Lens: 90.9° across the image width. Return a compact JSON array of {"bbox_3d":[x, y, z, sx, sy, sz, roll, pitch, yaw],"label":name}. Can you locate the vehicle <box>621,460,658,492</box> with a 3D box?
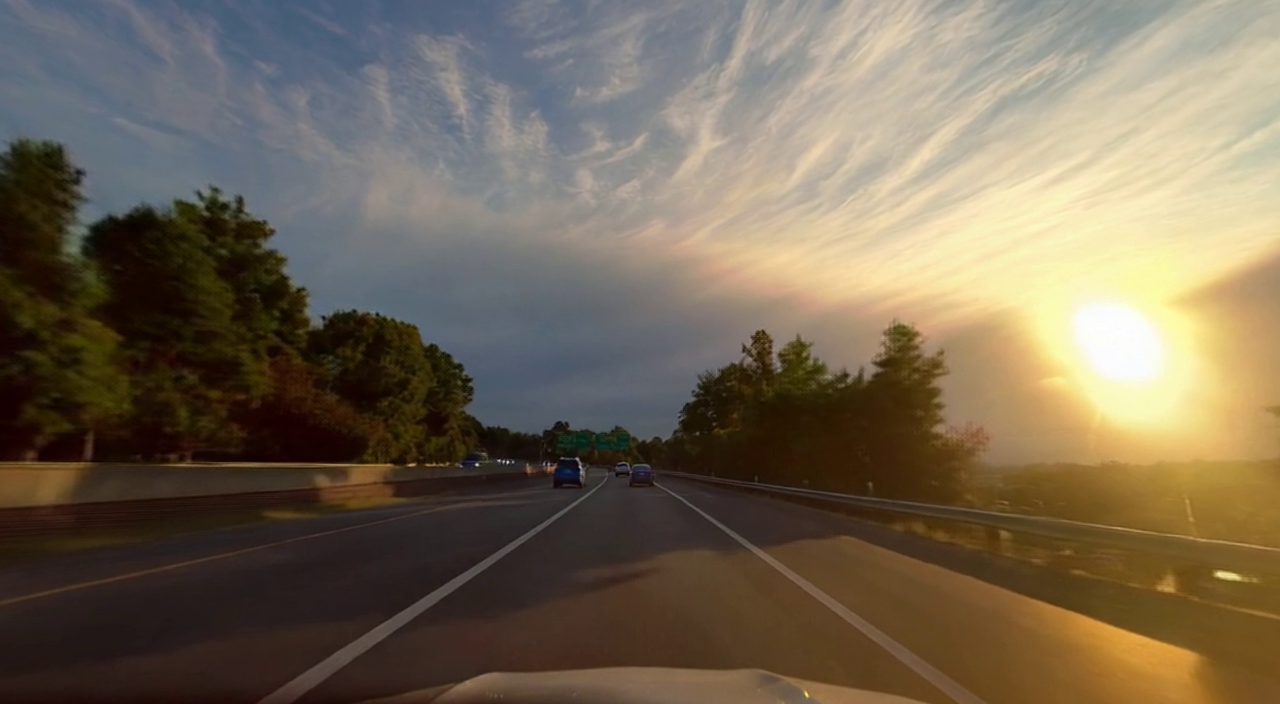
[{"bbox_3d":[-0.065,6.589,33.630,1.905,1.559,3.491,1,-10,-2],"label":"vehicle"}]

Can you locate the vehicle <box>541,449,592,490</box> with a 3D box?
[{"bbox_3d":[-4.033,6.591,35.454,2.237,2.113,4.815,0,-10,0],"label":"vehicle"}]
